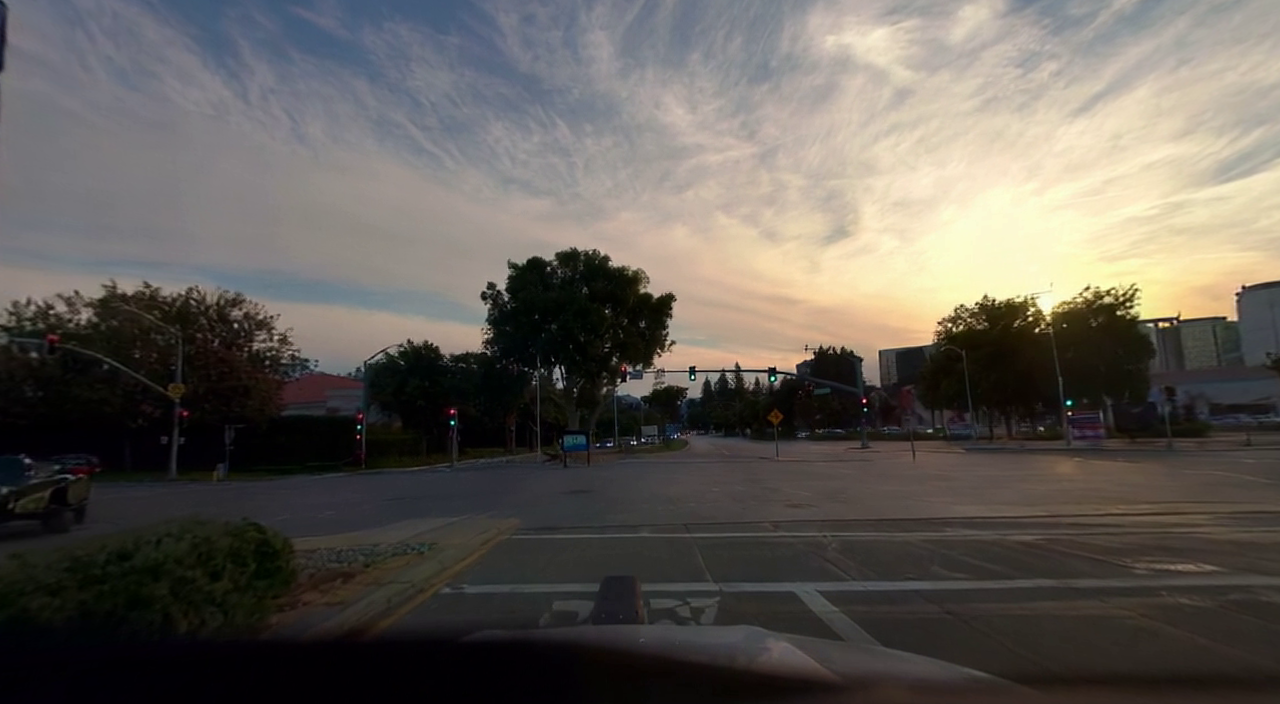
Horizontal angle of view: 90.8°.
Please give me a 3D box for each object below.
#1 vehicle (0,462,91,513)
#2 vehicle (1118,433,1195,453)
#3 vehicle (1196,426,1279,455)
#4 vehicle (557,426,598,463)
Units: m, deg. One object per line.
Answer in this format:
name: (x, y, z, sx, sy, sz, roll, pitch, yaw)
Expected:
vehicle: (-24.458, 5.161, 24.311, 4.706, 1.734, 2.253, -1, -8, 5)
vehicle: (40.478, 7.148, 49.685, 2.258, 1.508, 4.668, 0, -8, 2)
vehicle: (40.097, 5.885, 41.873, 2.173, 1.751, 4.931, -1, -8, 5)
vehicle: (-4.602, 6.953, 47.478, 2.522, 2.605, 6.598, 0, -8, -1)
